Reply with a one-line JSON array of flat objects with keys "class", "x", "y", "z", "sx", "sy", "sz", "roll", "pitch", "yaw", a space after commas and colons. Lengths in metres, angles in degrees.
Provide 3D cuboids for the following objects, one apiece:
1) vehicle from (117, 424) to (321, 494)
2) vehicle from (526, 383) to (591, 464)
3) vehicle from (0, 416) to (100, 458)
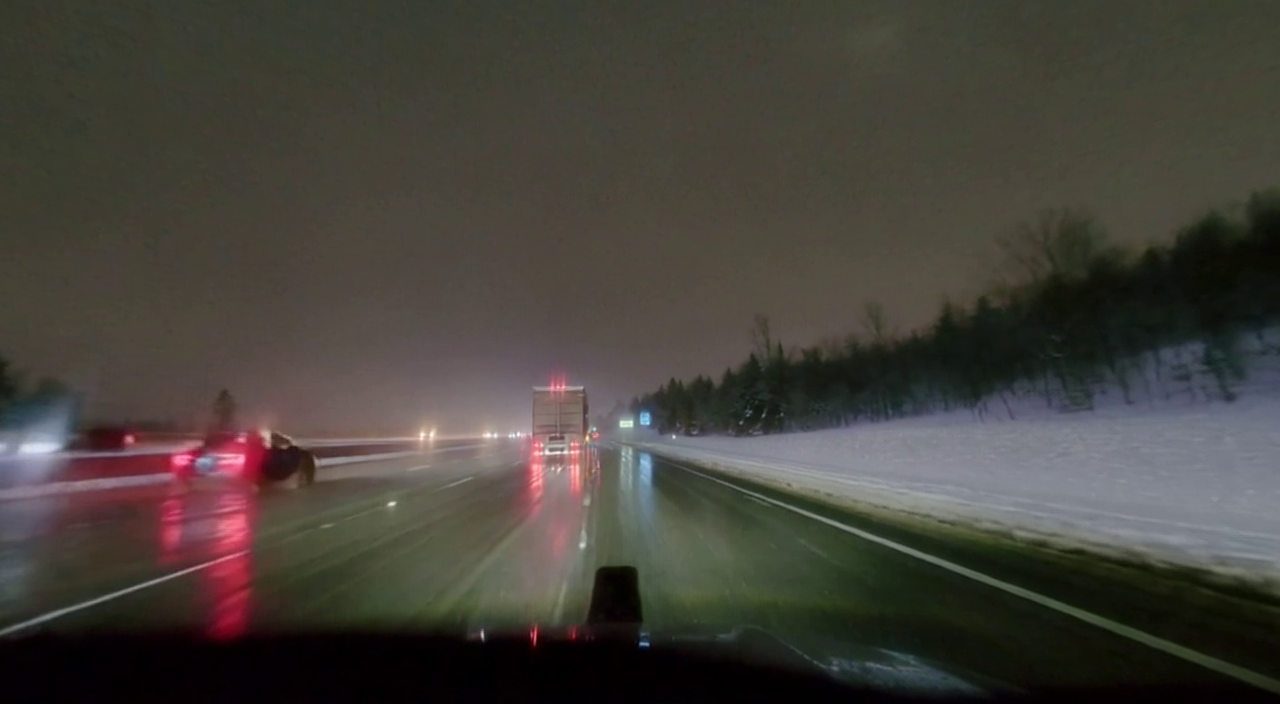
[{"class": "vehicle", "x": -10.558, "y": 2.697, "z": 16.375, "sx": 2.138, "sy": 1.531, "sz": 4.864, "roll": 0, "pitch": -8, "yaw": -3}, {"class": "vehicle", "x": -4.513, "y": 4.417, "z": 37.407, "sx": 3.002, "sy": 3.987, "sz": 12.477, "roll": 1, "pitch": -8, "yaw": -4}, {"class": "vehicle", "x": -24.125, "y": 3.335, "z": 24.751, "sx": 1.871, "sy": 1.498, "sz": 4.540, "roll": 0, "pitch": -8, "yaw": -4}]
